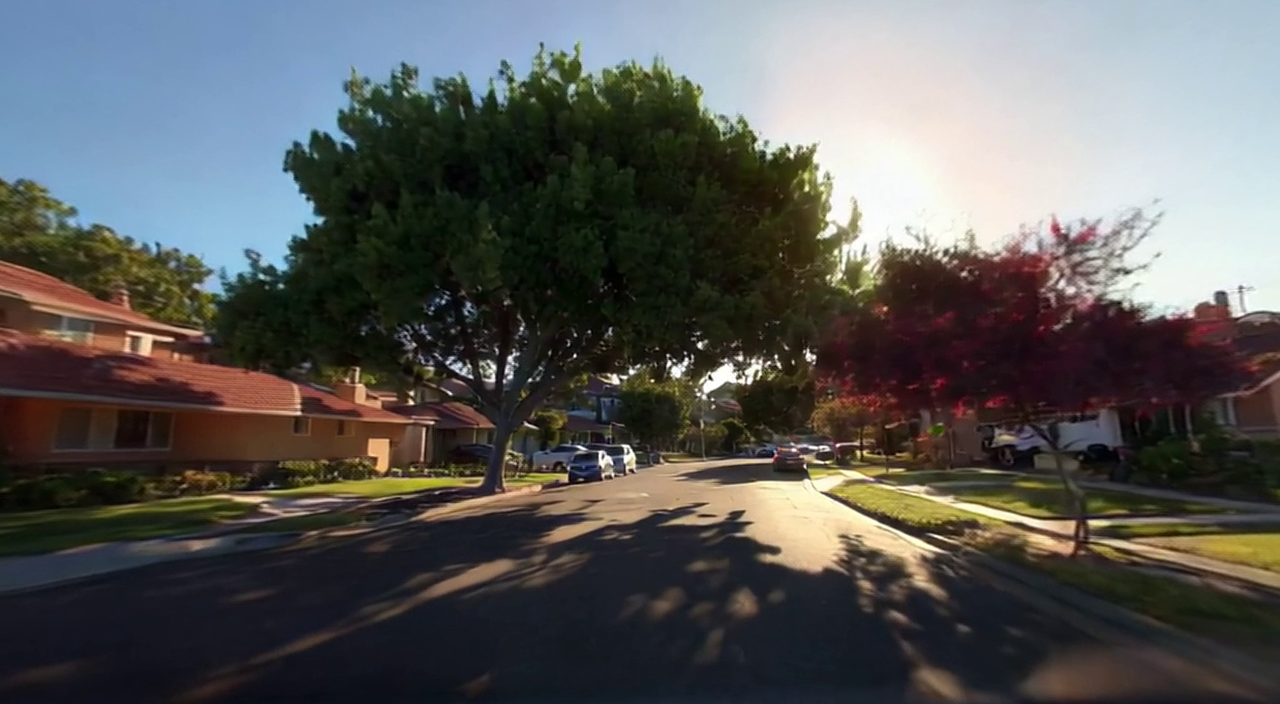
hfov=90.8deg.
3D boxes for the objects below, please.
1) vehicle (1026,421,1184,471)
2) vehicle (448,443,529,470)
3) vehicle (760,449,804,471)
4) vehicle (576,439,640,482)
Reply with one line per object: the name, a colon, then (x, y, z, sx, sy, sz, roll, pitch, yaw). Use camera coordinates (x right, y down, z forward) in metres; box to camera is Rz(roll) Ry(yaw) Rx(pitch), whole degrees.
vehicle: (16.802, 3.406, 22.955, 4.384, 1.688, 1.956, 1, -8, -8)
vehicle: (-8.795, 6.050, 36.755, 4.376, 1.458, 2.046, 2, -8, -14)
vehicle: (9.837, 7.482, 44.121, 1.984, 1.437, 4.726, 0, -9, 0)
vehicle: (-1.396, 5.027, 29.781, 2.215, 1.859, 4.765, -1, -8, 7)
